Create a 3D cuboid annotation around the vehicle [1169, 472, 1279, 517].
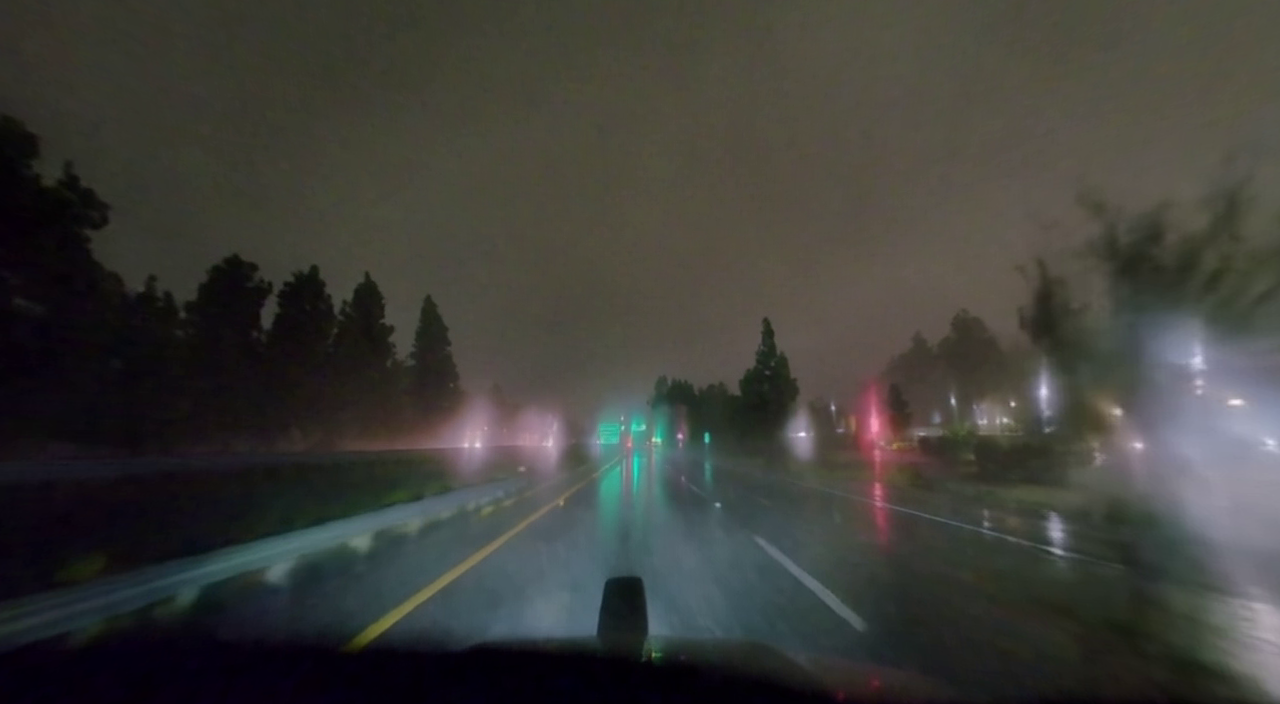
[{"bbox_3d":[28.786,6.664,29.553,5.647,1.831,2.255,-4,-10,28],"label":"vehicle"}]
